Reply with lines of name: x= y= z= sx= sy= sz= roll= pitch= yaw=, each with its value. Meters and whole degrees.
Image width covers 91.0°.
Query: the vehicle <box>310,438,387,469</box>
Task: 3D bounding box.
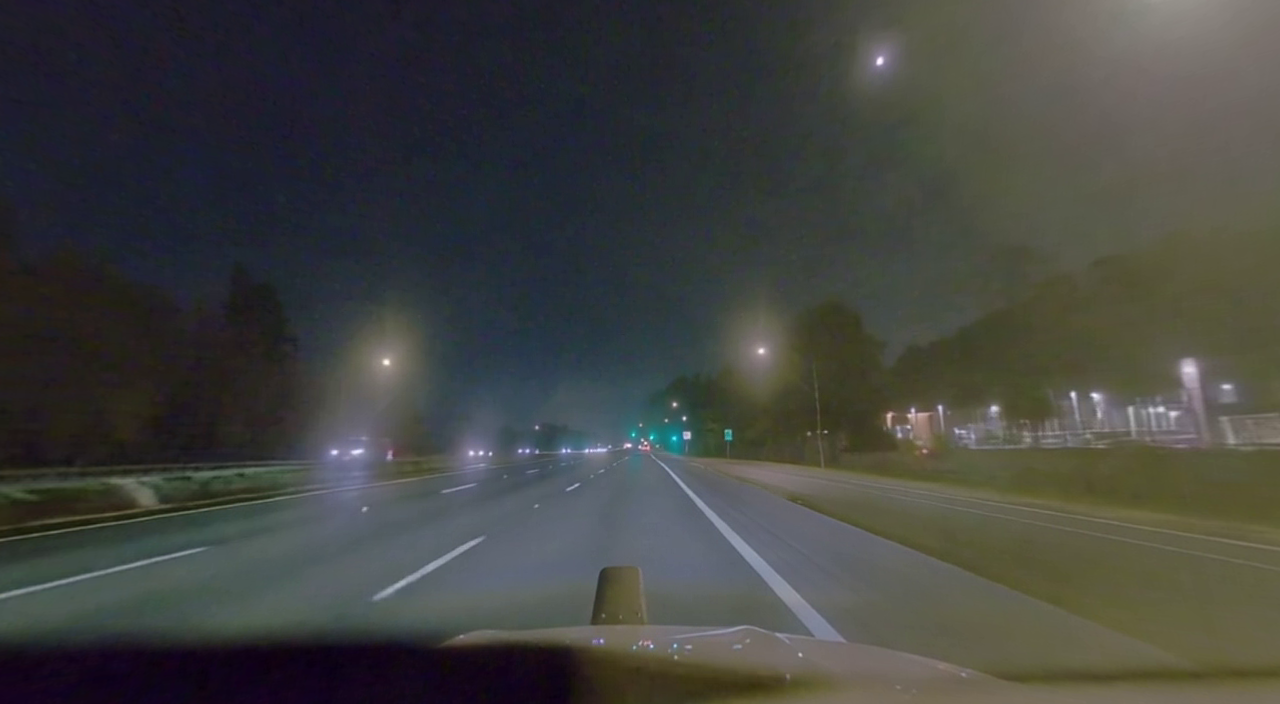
vehicle: x=-19.518 y=6.826 z=42.588 sx=2.296 sy=1.933 sz=5.761 roll=0 pitch=-9 yaw=2
